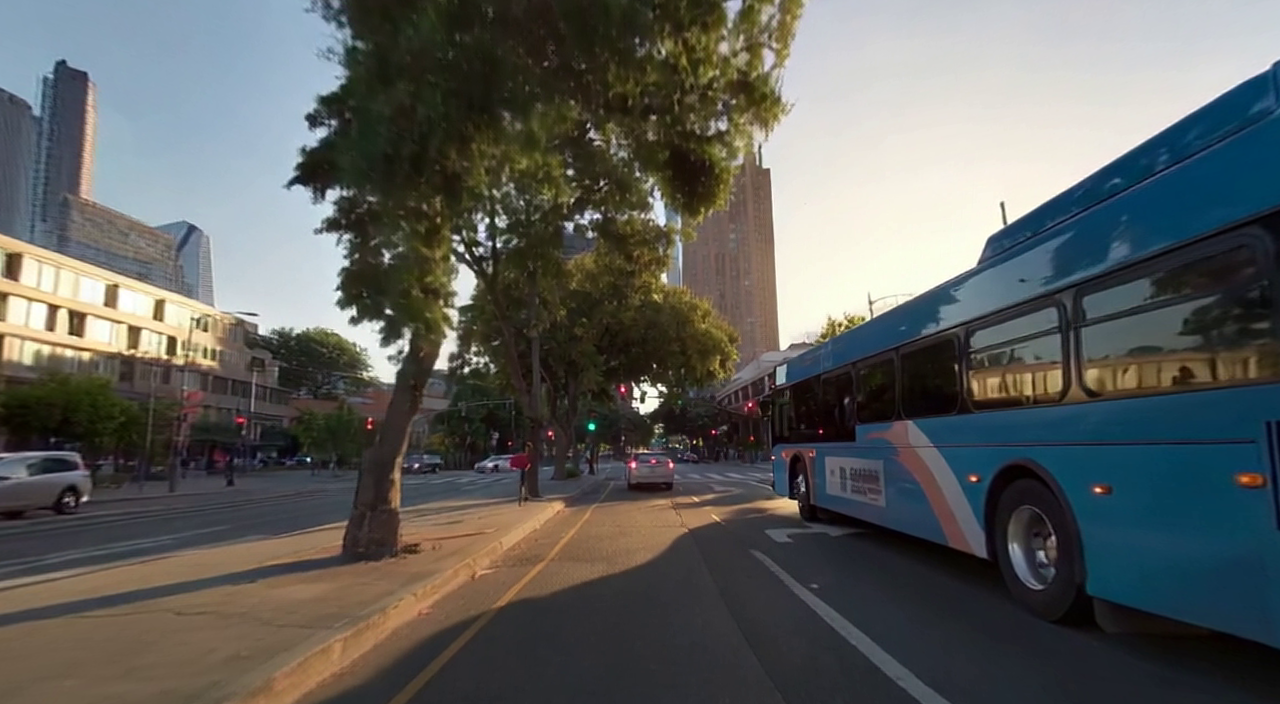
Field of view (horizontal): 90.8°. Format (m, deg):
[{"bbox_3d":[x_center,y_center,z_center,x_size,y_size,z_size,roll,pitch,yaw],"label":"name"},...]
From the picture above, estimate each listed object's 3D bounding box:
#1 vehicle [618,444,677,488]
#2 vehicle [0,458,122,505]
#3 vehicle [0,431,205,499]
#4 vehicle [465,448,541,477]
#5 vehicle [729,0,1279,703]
[{"bbox_3d":[0.270,4.363,24.531,2.123,1.544,4.158,0,-8,0],"label":"vehicle"},{"bbox_3d":[-26.366,5.749,28.387,4.570,1.858,1.942,7,-11,-41],"label":"vehicle"},{"bbox_3d":[-29.550,6.095,34.487,9.150,3.310,2.988,6,-12,-37],"label":"vehicle"},{"bbox_3d":[-8.376,6.783,38.936,4.417,1.490,1.816,-1,-8,-9],"label":"vehicle"},{"bbox_3d":[3.407,0.266,5.335,3.250,3.731,13.693,0,-9,0],"label":"vehicle"}]
